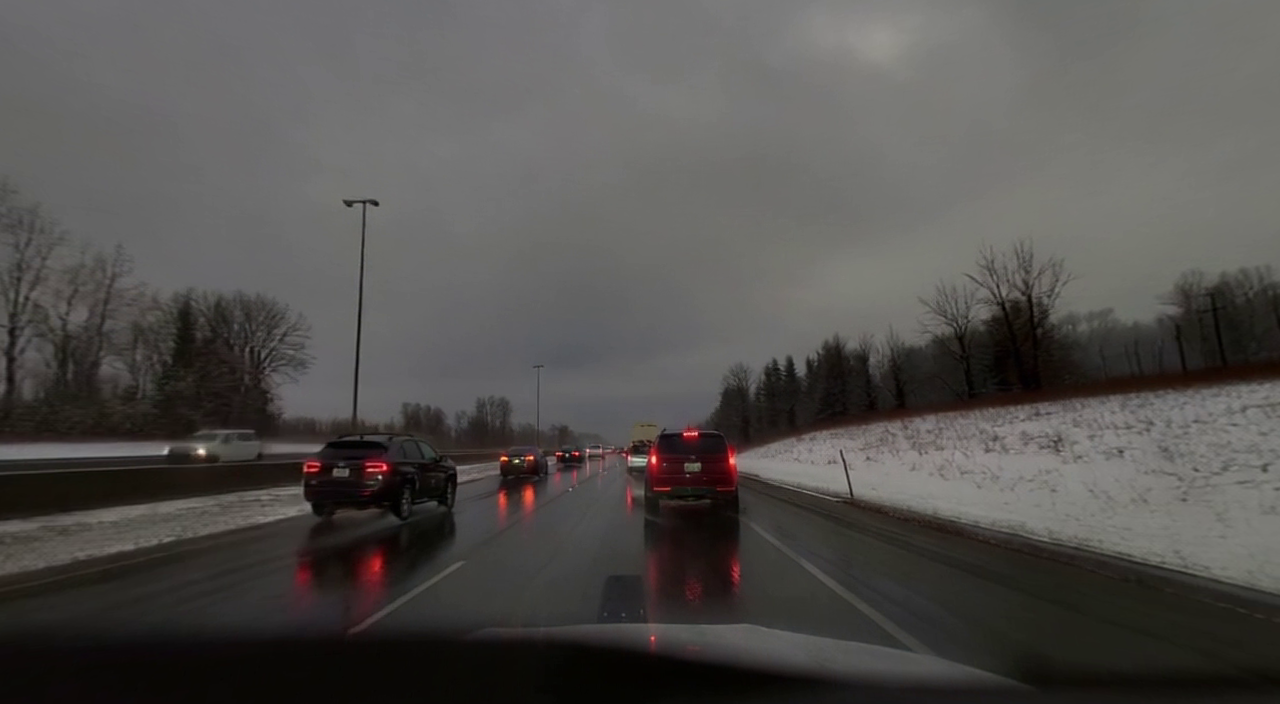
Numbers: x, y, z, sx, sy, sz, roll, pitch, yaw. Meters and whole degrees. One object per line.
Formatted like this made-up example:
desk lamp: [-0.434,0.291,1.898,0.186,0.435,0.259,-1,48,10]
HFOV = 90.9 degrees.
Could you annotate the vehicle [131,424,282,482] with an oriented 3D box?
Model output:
vehicle: [-16.041,3.770,23.761,2.076,1.922,5.041,0,-9,0]

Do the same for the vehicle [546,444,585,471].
vehicle: [-4.575,6.514,39.169,1.855,1.527,4.209,0,-9,1]

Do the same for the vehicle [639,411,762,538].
vehicle: [0.923,2.174,11.679,1.825,1.920,3.960,0,-9,-1]

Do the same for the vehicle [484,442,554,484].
vehicle: [-4.595,4.273,24.545,1.867,1.489,3.829,0,-9,1]

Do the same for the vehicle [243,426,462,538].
vehicle: [-4.877,2.252,11.519,1.934,1.642,4.201,0,-9,1]
